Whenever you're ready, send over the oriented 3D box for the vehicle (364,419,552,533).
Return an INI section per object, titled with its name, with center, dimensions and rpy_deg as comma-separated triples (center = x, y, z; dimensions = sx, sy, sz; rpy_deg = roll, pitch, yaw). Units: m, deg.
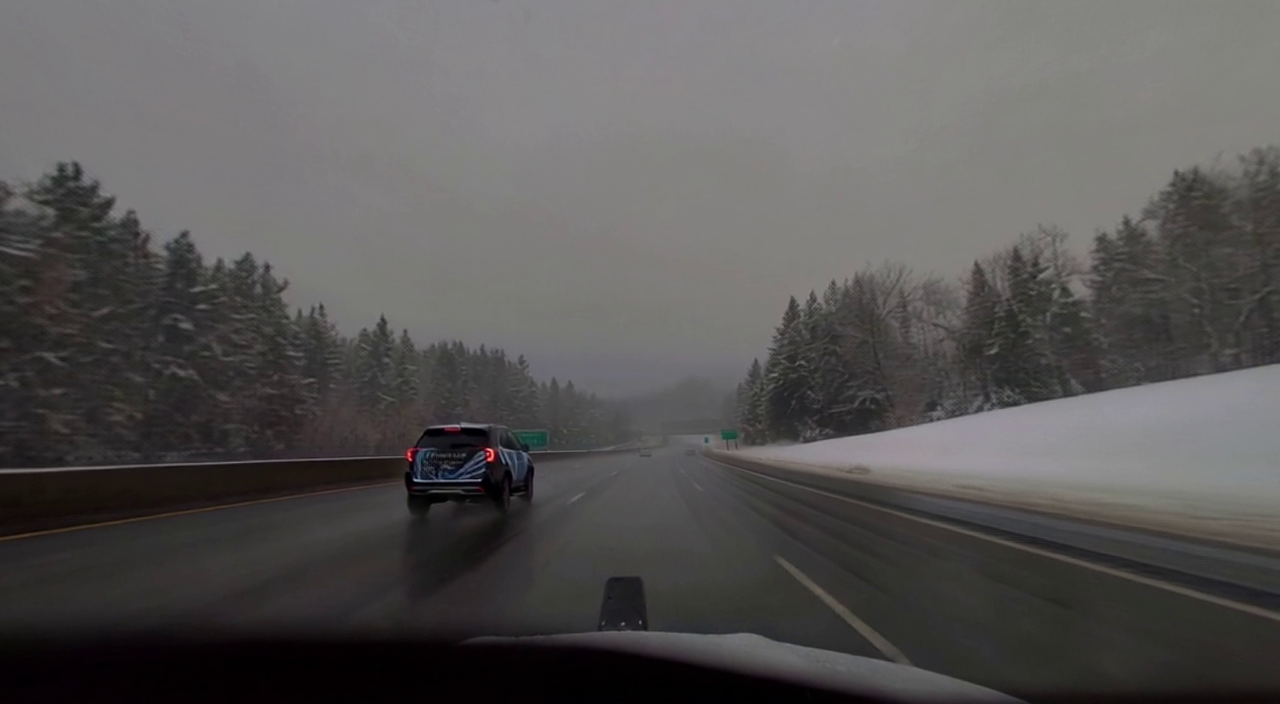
[vehicle]
center = -3.267, 2.336, 12.542
dimensions = 2.183, 1.803, 4.685
rpy_deg = 0, -8, 2
